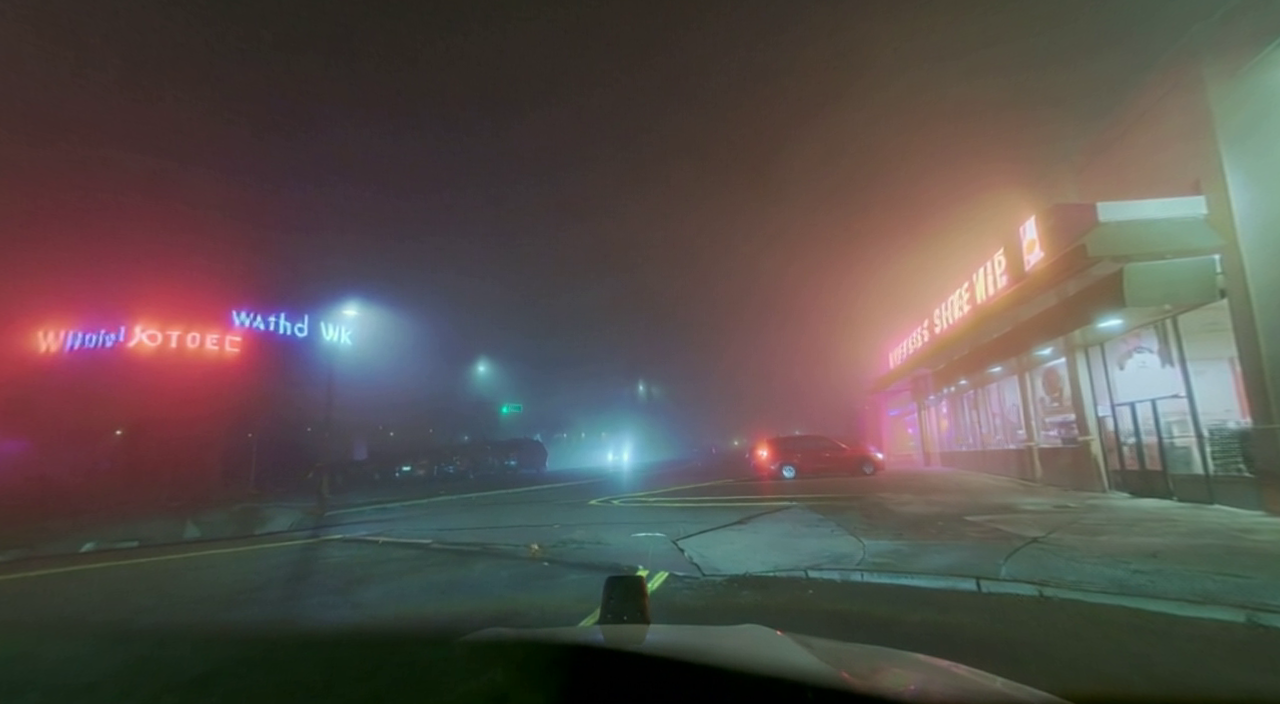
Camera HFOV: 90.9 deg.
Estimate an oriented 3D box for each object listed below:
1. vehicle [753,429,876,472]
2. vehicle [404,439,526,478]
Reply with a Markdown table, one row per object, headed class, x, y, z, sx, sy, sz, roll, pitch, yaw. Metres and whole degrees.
| class | x | y | z | sx | sy | sz | roll | pitch | yaw |
| --- | --- | --- | --- | --- | --- | --- | --- | --- | --- |
| vehicle | 7.383 | 4.184 | 26.765 | 4.706 | 1.663 | 1.993 | -4 | -9 | 26 |
| vehicle | -7.654 | 4.655 | 27.732 | 4.814 | 1.618 | 1.869 | -2 | -9 | 11 |
